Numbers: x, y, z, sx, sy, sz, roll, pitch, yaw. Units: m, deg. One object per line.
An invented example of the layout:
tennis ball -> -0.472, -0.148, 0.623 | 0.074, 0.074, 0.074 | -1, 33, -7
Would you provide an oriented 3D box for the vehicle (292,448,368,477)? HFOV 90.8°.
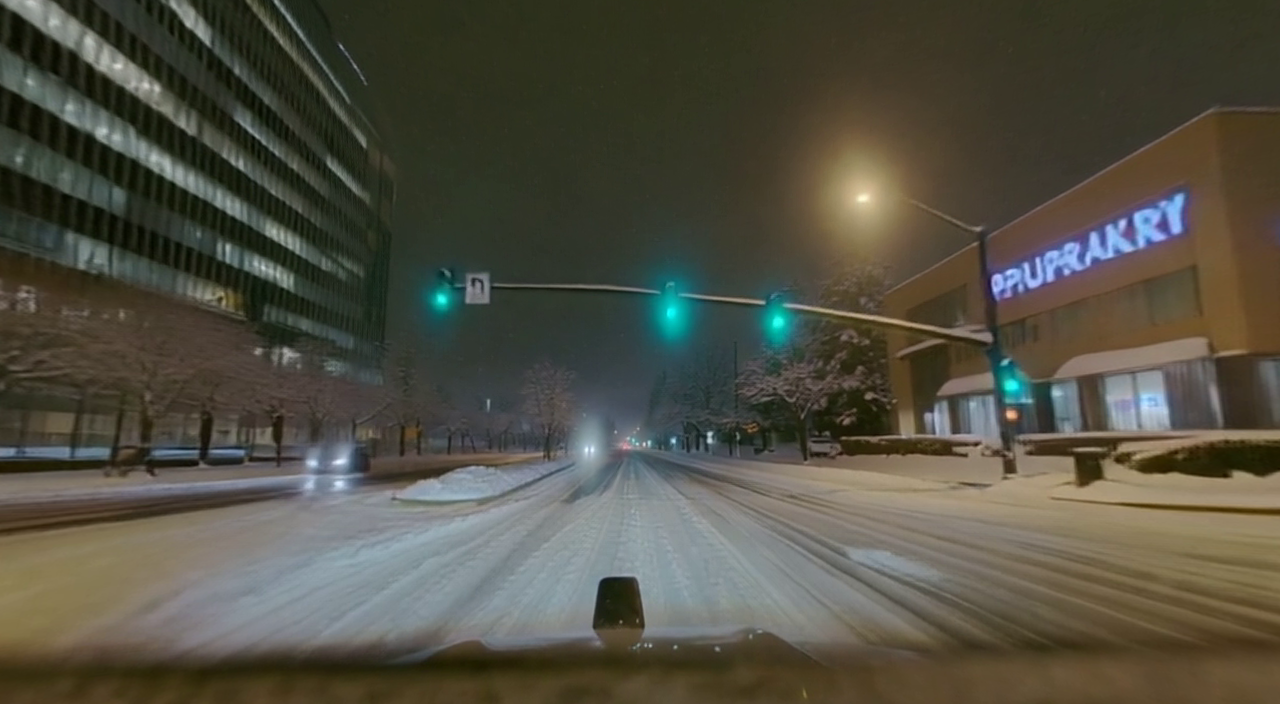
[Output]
vehicle -> -16.782, 5.984, 34.491 | 1.924, 1.434, 4.456 | 0, -9, -1
